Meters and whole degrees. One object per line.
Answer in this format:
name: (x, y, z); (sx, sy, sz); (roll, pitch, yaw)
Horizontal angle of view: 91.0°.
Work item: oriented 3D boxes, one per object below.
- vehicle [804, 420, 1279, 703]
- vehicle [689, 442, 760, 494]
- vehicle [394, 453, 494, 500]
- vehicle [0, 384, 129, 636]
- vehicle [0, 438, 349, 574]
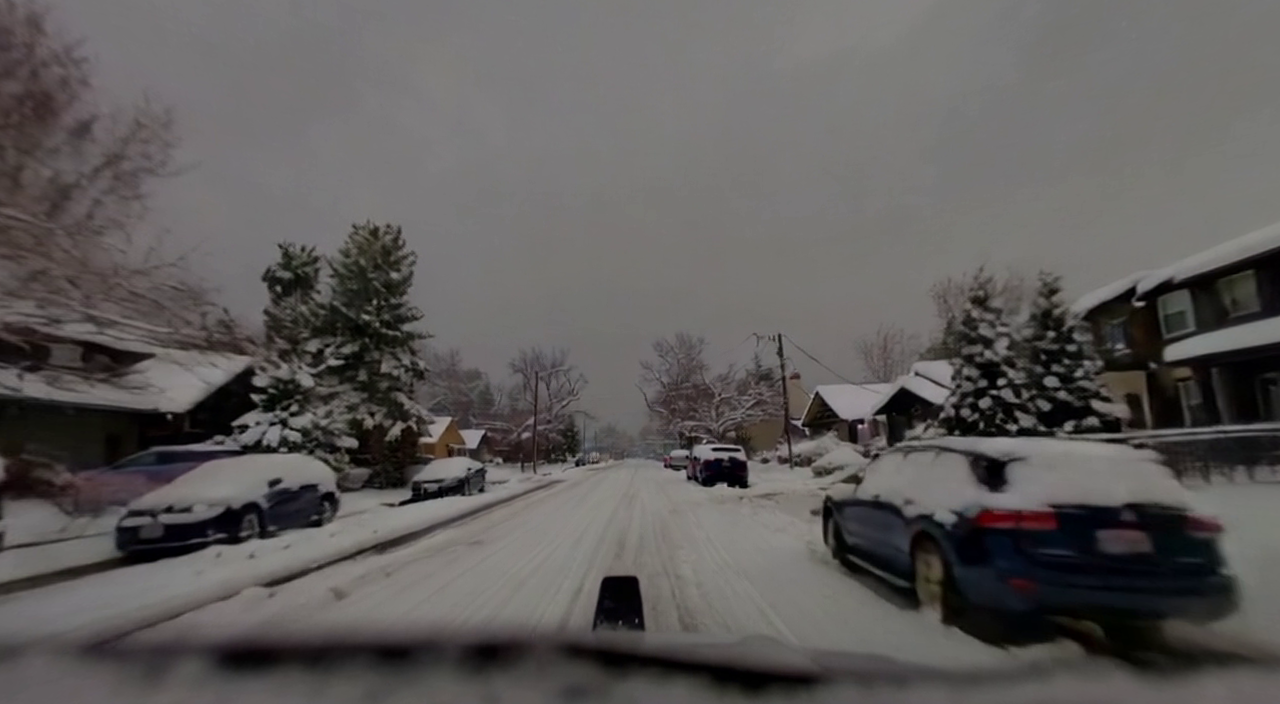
vehicle: (3.162, 1.526, 5.852); (2.050, 1.598, 4.590); (0, -8, 0)
vehicle: (3.248, 4.590, 25.397); (2.262, 1.870, 4.948); (0, -8, 1)
vehicle: (-6.871, 4.552, 22.643); (2.071, 1.481, 4.425); (-1, -13, 2)
vehicle: (-6.874, 1.121, 4.086); (2.408, 2.201, 5.646); (-1, -11, -2)
vehicle: (-6.926, 2.433, 10.180); (1.905, 1.602, 4.974); (-2, -13, 2)
